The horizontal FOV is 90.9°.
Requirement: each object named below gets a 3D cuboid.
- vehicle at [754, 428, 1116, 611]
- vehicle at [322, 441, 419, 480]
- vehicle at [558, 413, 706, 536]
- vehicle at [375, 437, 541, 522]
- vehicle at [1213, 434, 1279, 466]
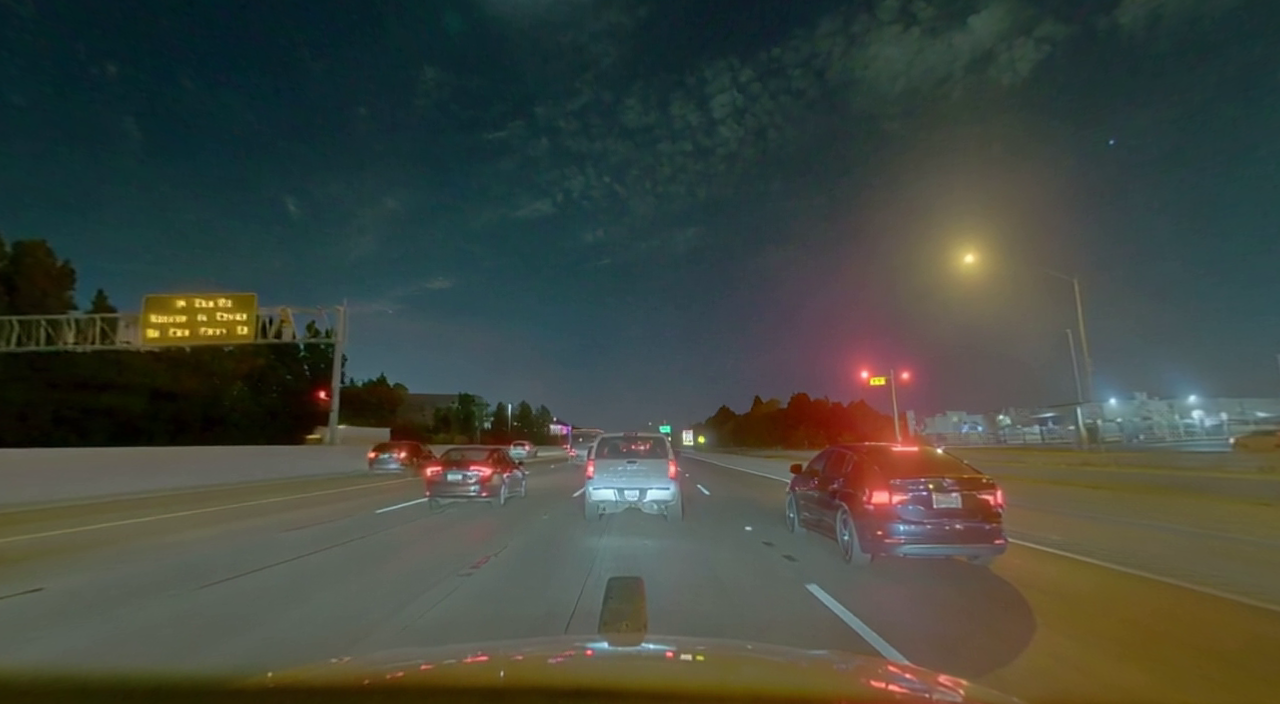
[{"bbox_3d":[2.838,1.715,7.474,2.018,1.470,4.491,0,-9,-1],"label":"vehicle"},{"bbox_3d":[-11.116,4.499,26.474,1.930,1.485,4.765,0,-9,1],"label":"vehicle"},{"bbox_3d":[-0.127,2.093,11.268,2.152,1.779,3.924,0,-9,0],"label":"vehicle"},{"bbox_3d":[-3.534,2.574,13.296,2.132,1.464,4.481,0,-9,1],"label":"vehicle"},{"bbox_3d":[31.796,4.868,31.412,1.805,1.536,4.325,3,-9,-18],"label":"vehicle"}]
